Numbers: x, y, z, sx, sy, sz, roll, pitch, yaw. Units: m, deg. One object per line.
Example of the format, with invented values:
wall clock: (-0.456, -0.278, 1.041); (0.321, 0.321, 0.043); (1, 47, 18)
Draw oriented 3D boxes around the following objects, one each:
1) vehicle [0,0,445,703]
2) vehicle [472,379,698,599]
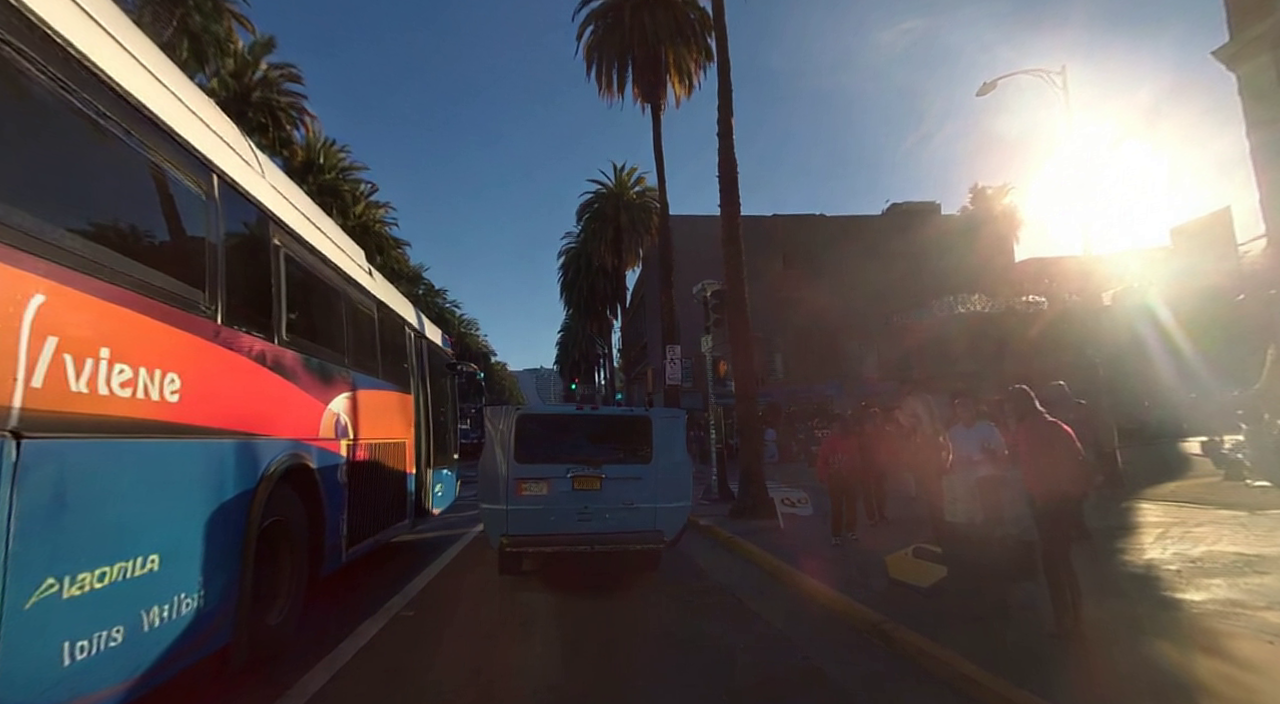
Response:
vehicle: (-3.742, 0.091, 2.823); (2.863, 3.233, 11.573); (0, -8, -4)
vehicle: (-0.805, 1.519, 7.800); (2.002, 1.907, 4.211); (1, -9, -9)
